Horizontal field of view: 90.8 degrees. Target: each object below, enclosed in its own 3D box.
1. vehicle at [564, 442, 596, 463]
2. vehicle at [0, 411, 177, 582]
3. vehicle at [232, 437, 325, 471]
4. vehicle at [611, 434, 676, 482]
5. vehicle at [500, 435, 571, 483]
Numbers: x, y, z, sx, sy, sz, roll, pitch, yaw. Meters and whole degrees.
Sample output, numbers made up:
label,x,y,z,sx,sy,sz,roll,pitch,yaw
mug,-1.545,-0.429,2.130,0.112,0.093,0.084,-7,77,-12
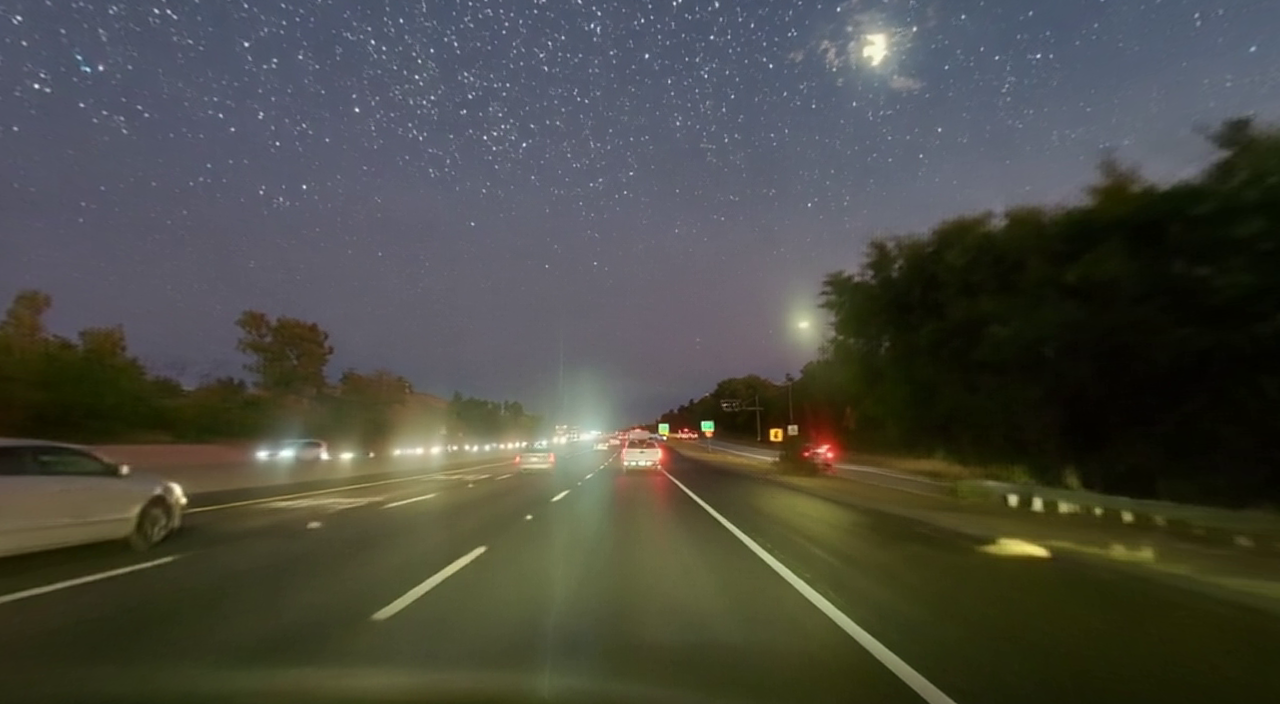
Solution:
label,x,y,z,sx,sy,sz,roll,pitch,yaw
vehicle,-4.644,7.858,49.580,2.084,1.528,4.094,0,-8,0
vehicle,-7.351,1.403,6.092,2.195,1.652,4.733,0,-8,0
vehicle,-21.826,6.190,38.523,2.238,1.895,5.840,0,-8,0
vehicle,0.094,4.231,25.429,2.378,1.750,4.355,0,-8,-1
vehicle,-4.044,4.222,25.132,2.044,1.717,4.421,0,-8,0
